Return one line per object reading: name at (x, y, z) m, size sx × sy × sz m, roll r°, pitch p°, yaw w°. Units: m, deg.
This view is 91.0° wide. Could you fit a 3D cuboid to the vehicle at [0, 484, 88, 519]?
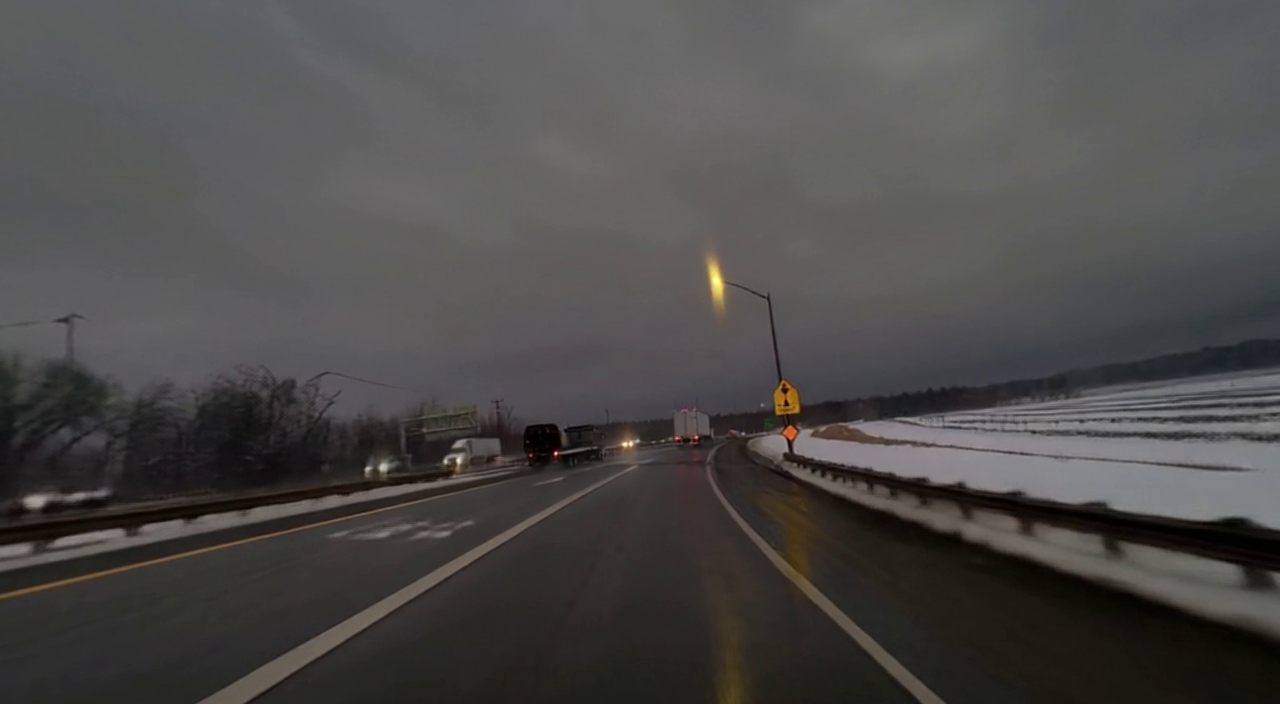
vehicle at (-33.042, 8.071, 34.193) m, size 1.811 × 1.516 × 4.140 m, roll -2°, pitch -9°, yaw 13°
